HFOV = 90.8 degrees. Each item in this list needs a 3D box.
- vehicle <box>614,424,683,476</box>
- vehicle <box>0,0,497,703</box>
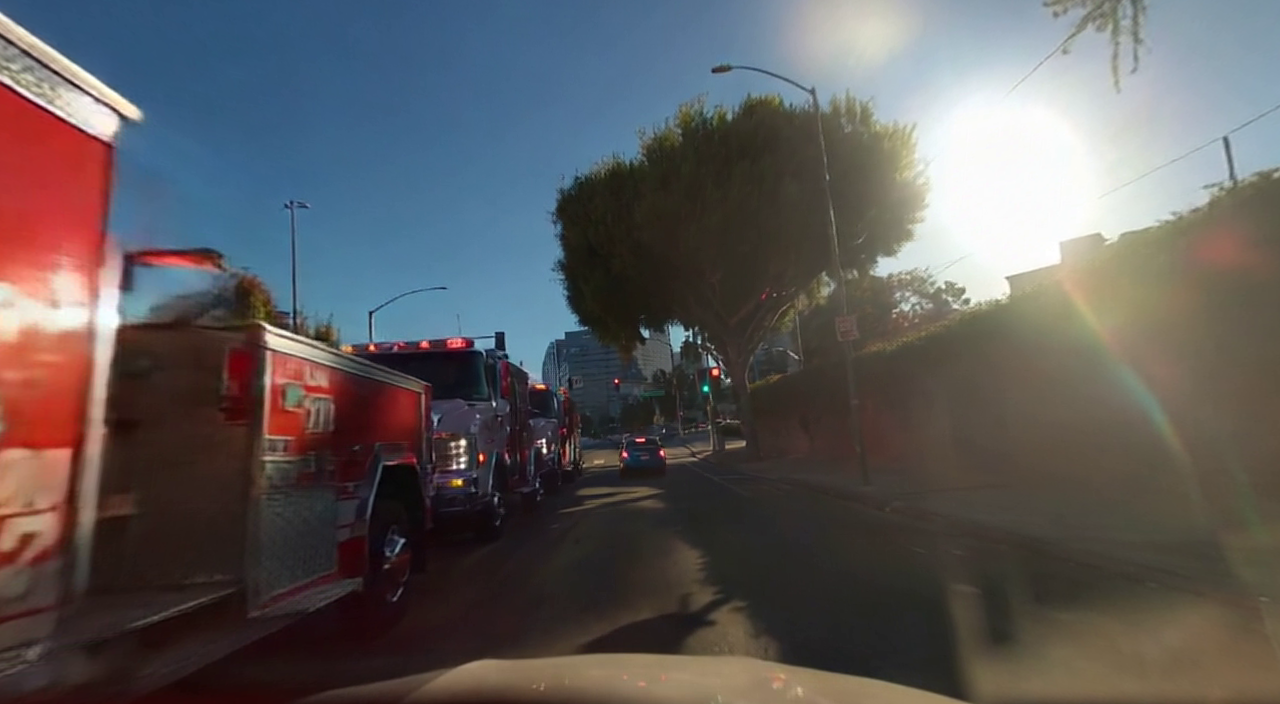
[{"bbox_3d":[0.208,3.828,24.901,2.332,1.831,4.930,0,-8,-3],"label":"vehicle"},{"bbox_3d":[-3.167,0.122,1.549,3.644,3.138,9.346,0,-8,-1],"label":"vehicle"}]
